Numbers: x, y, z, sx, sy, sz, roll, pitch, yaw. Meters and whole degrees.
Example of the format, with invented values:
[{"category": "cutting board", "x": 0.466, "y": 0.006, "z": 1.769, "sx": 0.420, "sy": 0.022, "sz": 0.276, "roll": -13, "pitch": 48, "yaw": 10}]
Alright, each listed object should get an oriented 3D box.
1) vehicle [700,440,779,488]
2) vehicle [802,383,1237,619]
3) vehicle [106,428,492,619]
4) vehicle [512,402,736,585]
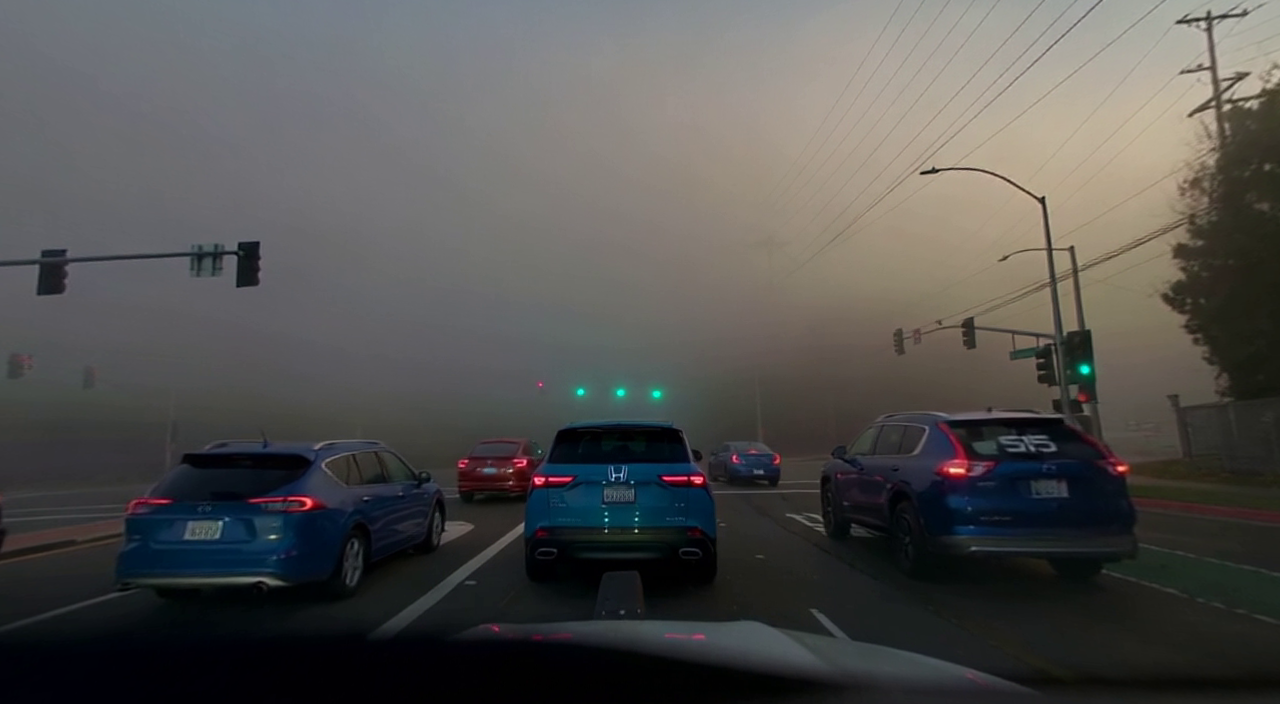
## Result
[{"category": "vehicle", "x": 3.345, "y": 3.871, "z": 22.159, "sx": 1.949, "sy": 1.479, "sz": 4.489, "roll": 0, "pitch": -9, "yaw": -1}, {"category": "vehicle", "x": 3.501, "y": 1.481, "z": 7.185, "sx": 1.999, "sy": 1.789, "sz": 4.583, "roll": 0, "pitch": -9, "yaw": -1}, {"category": "vehicle", "x": -3.190, "y": 1.675, "z": 7.214, "sx": 1.881, "sy": 1.466, "sz": 4.484, "roll": 0, "pitch": -9, "yaw": 0}, {"category": "vehicle", "x": -0.123, "y": 1.652, "z": 8.097, "sx": 2.111, "sy": 1.712, "sz": 4.078, "roll": 0, "pitch": -9, "yaw": 1}]
